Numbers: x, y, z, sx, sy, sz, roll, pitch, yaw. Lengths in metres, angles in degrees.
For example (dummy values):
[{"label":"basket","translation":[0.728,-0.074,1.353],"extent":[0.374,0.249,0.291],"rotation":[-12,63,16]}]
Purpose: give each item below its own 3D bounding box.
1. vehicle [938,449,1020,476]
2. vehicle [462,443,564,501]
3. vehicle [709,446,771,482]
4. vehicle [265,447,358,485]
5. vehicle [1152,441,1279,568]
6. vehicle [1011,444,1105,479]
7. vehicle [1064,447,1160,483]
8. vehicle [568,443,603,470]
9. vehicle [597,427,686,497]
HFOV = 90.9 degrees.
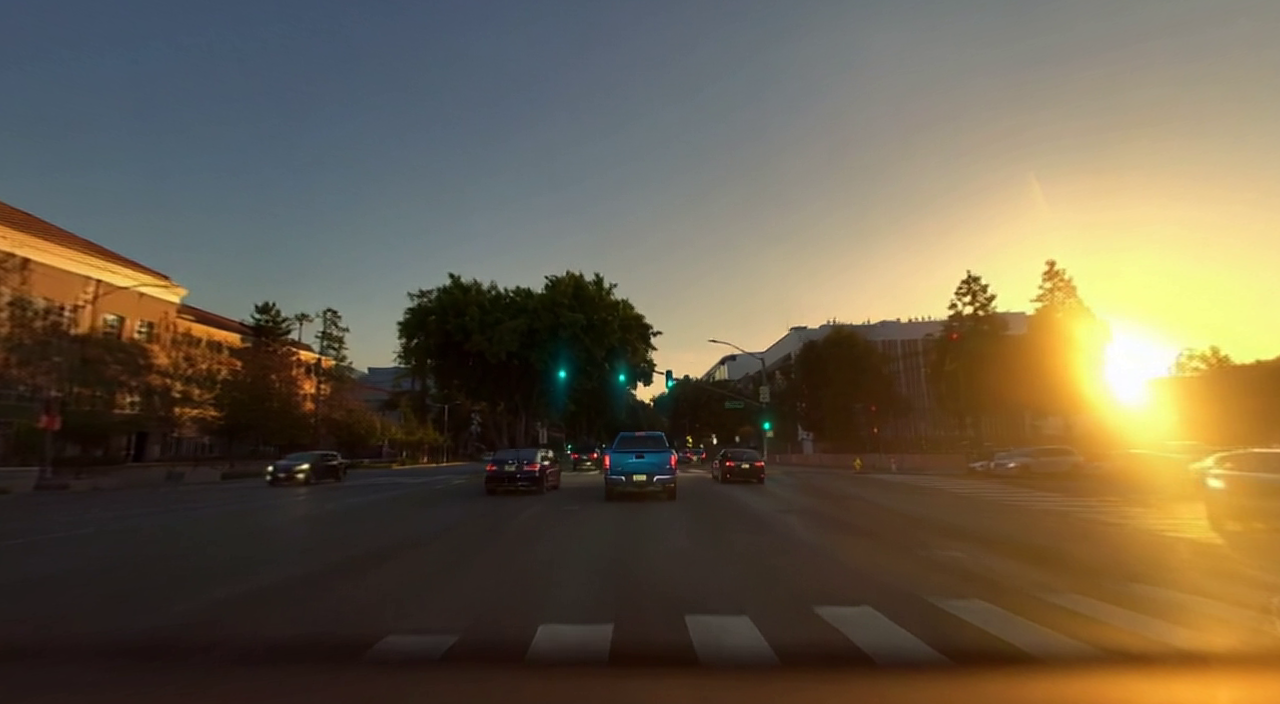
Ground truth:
[{"label":"vehicle","translation":[19.944,6.462,37.044],"extent":[4.417,1.492,1.943],"rotation":[4,-9,-26]},{"label":"vehicle","translation":[-3.534,3.408,18.434],"extent":[1.986,1.465,4.509],"rotation":[0,-8,1]},{"label":"vehicle","translation":[4.360,4.929,28.141],"extent":[1.968,1.472,4.456],"rotation":[0,-8,-1]},{"label":"vehicle","translation":[-15.889,5.490,30.789],"extent":[2.012,1.674,4.522],"rotation":[0,-8,1]},{"label":"vehicle","translation":[10.980,2.436,10.703],"extent":[2.126,1.820,4.521],"rotation":[-3,-9,21]},{"label":"vehicle","translation":[23.103,6.009,34.817],"extent":[4.786,1.777,2.248],"rotation":[4,-10,-28]},{"label":"vehicle","translation":[23.674,5.600,31.578],"extent":[4.705,1.675,1.890],"rotation":[4,-9,-28]},{"label":"vehicle","translation":[-3.614,7.029,42.686],"extent":[2.018,1.700,4.142],"rotation":[0,-8,0]},{"label":"vehicle","translation":[0.054,3.459,20.226],"extent":[2.493,1.934,4.957],"rotation":[0,-8,0]}]
